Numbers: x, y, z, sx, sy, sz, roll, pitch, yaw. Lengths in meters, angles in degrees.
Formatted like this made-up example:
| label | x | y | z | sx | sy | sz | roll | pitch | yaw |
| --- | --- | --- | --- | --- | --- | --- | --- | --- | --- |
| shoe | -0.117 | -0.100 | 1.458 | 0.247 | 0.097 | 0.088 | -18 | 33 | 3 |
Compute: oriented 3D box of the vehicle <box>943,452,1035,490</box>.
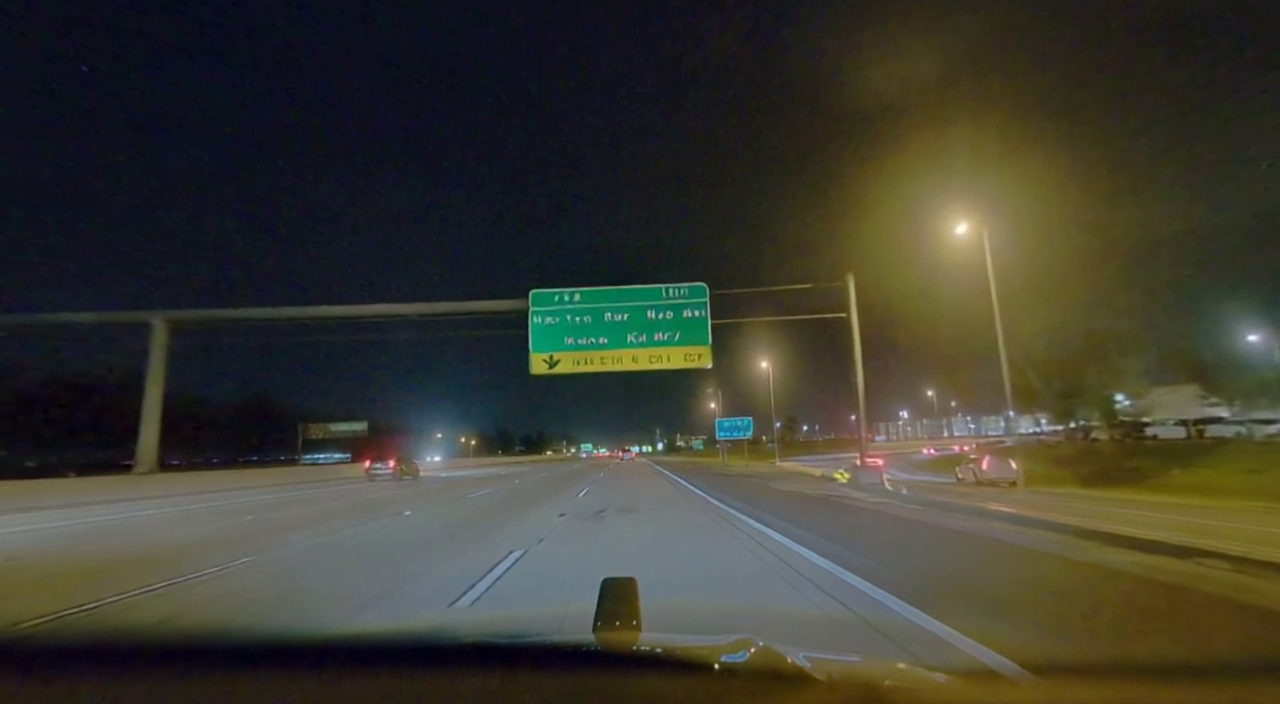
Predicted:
| label | x | y | z | sx | sy | sz | roll | pitch | yaw |
| --- | --- | --- | --- | --- | --- | --- | --- | --- | --- |
| vehicle | 18.181 | 6.196 | 33.285 | 2.172 | 1.778 | 5.085 | 0 | -9 | 4 |

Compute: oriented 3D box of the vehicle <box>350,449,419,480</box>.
| label | x | y | z | sx | sy | sz | roll | pitch | yaw |
| --- | --- | --- | --- | --- | --- | --- | --- | --- | --- |
| vehicle | -14.275 | 6.304 | 35.621 | 2.057 | 1.619 | 4.443 | 0 | -9 | 0 |
